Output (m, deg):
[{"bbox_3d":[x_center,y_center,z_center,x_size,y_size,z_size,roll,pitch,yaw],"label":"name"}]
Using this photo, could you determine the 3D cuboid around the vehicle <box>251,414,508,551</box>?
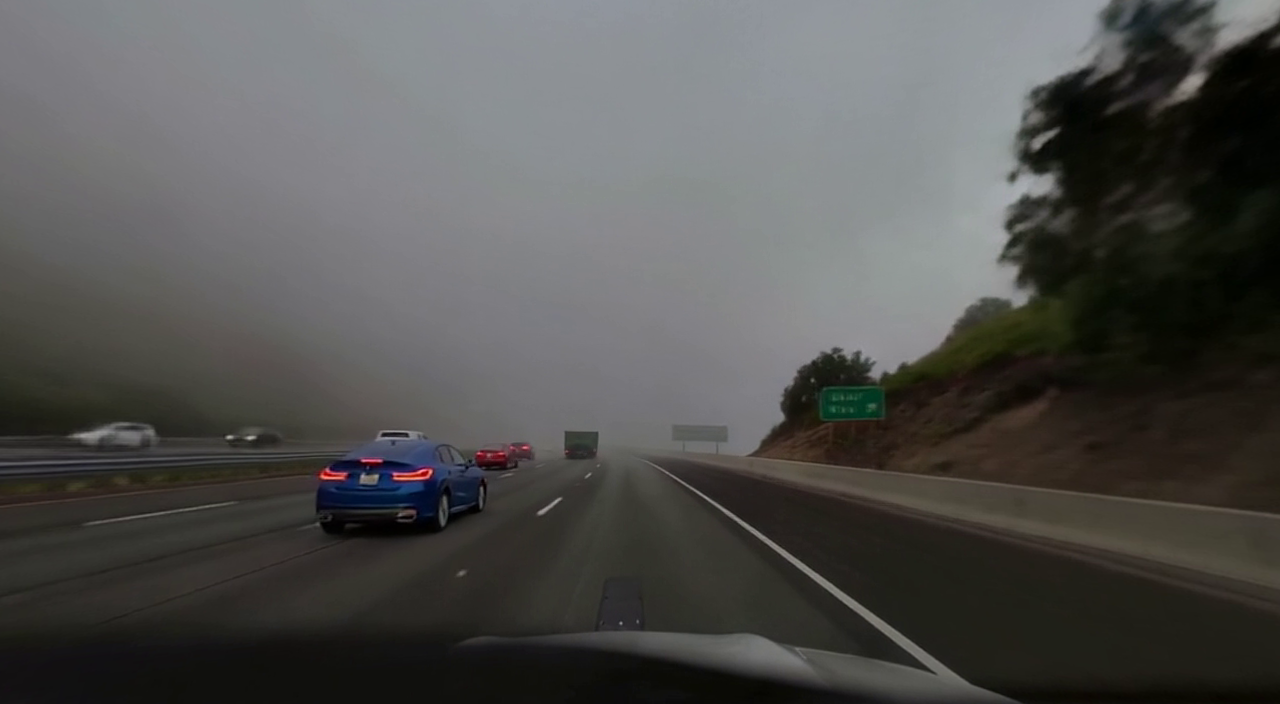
[{"bbox_3d":[-3.770,1.999,10.313,2.180,1.685,4.668,1,-9,0],"label":"vehicle"}]
